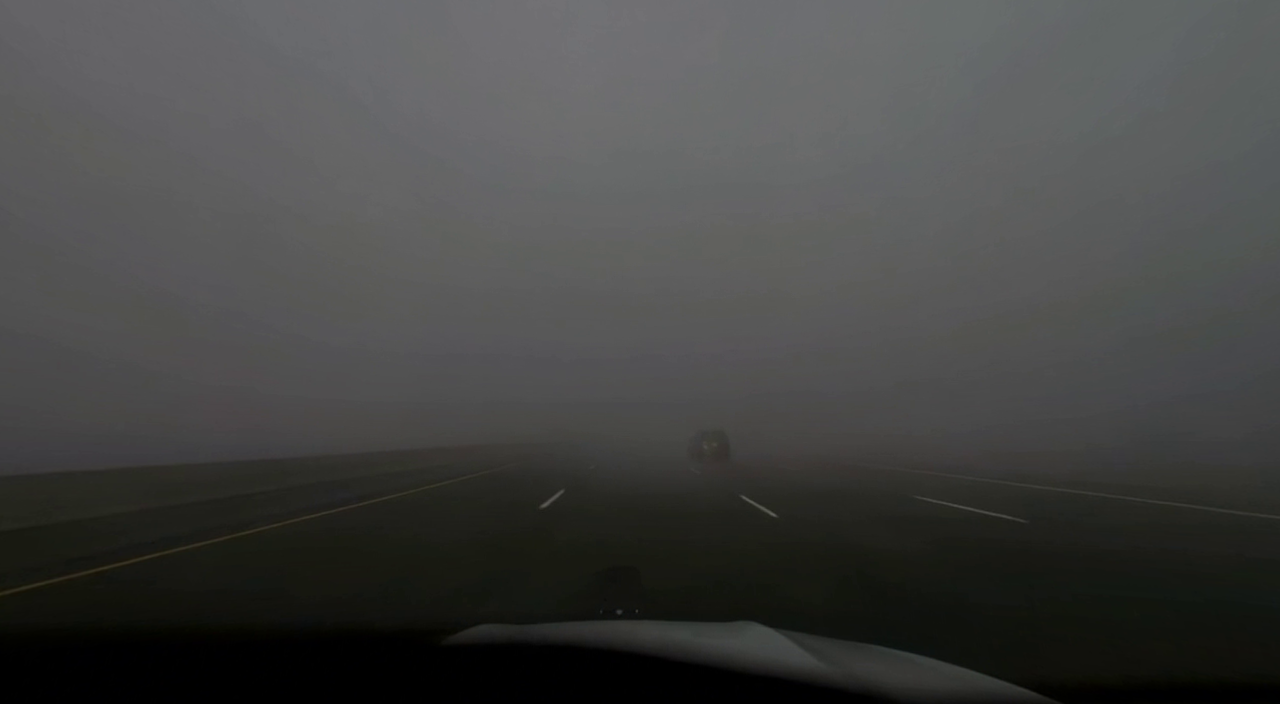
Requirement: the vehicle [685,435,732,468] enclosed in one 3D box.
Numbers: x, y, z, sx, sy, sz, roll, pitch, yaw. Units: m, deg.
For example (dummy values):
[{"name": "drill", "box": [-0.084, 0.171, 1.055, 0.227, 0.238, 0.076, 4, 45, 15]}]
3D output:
[{"name": "vehicle", "box": [3.340, 4.888, 31.160, 1.802, 1.492, 3.804, 0, -8, -1]}]
